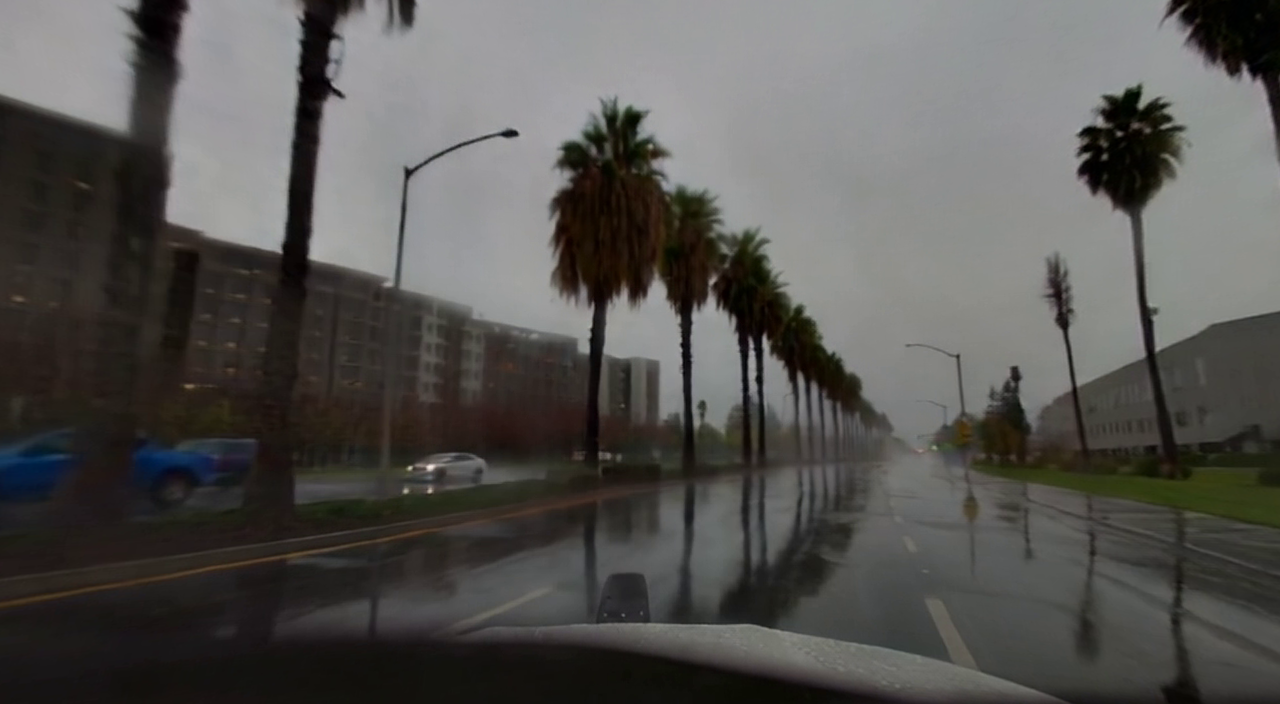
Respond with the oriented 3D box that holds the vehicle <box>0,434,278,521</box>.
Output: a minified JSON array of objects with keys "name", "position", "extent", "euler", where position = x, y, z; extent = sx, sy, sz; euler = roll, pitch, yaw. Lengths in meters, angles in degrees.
[{"name":"vehicle","position":[-13.271,3.233,16.960],"extent":[2.273,1.890,5.841],"euler":[-3,-9,19]}]

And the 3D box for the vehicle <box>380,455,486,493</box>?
[{"name":"vehicle","position":[-9.172,5.414,28.360],"extent":[1.915,1.490,4.763],"euler":[-3,-9,21]}]
